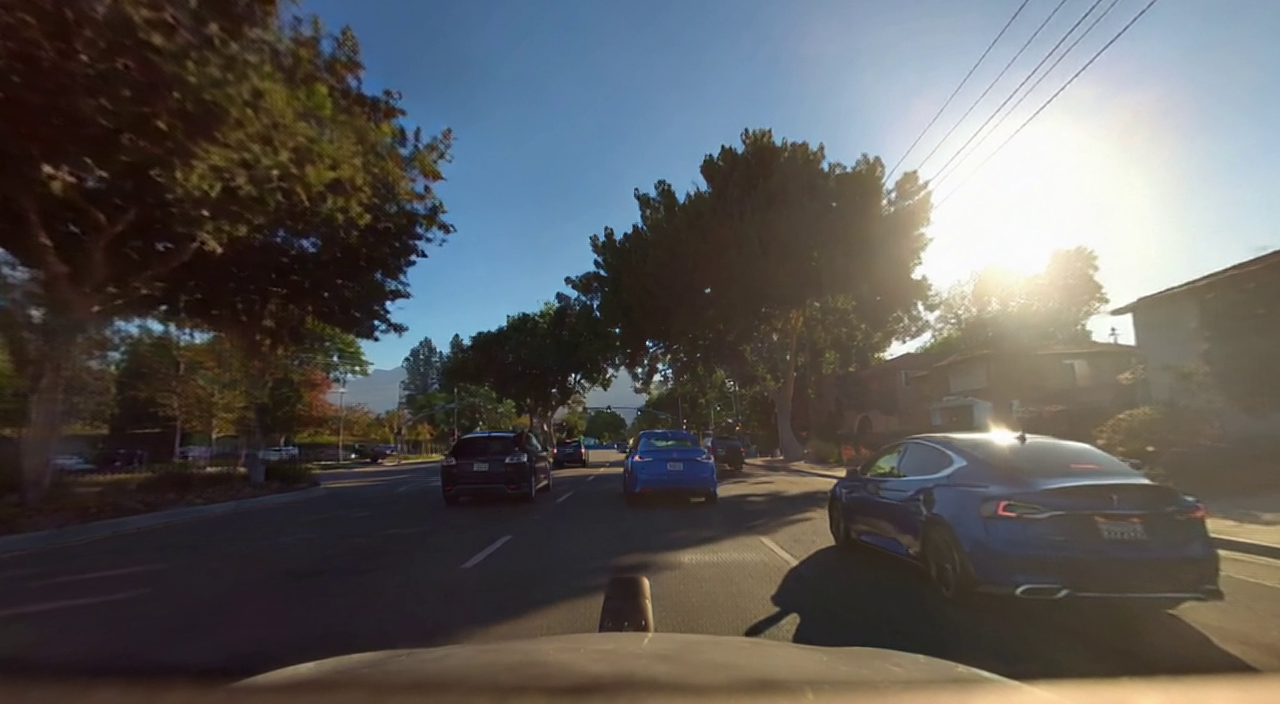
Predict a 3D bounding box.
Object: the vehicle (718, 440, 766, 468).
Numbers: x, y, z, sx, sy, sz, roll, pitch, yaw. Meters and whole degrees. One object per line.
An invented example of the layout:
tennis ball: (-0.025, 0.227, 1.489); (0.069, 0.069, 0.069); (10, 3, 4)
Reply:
vehicle: (5.752, 5.823, 36.118); (2.010, 1.486, 4.498); (0, -8, 0)

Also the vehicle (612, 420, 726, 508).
vehicle: (0.526, 2.555, 14.846); (2.280, 1.747, 4.361); (0, -8, -1)

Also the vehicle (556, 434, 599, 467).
vehicle: (-3.460, 5.545, 35.704); (2.014, 1.755, 4.360); (0, -8, 0)

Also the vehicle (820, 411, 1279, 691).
vehicle: (3.399, 1.410, 5.777); (2.017, 1.491, 4.611); (0, -8, -2)

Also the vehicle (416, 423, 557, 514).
vehicle: (-3.186, 2.532, 14.213); (2.043, 1.687, 4.676); (0, -8, 0)
